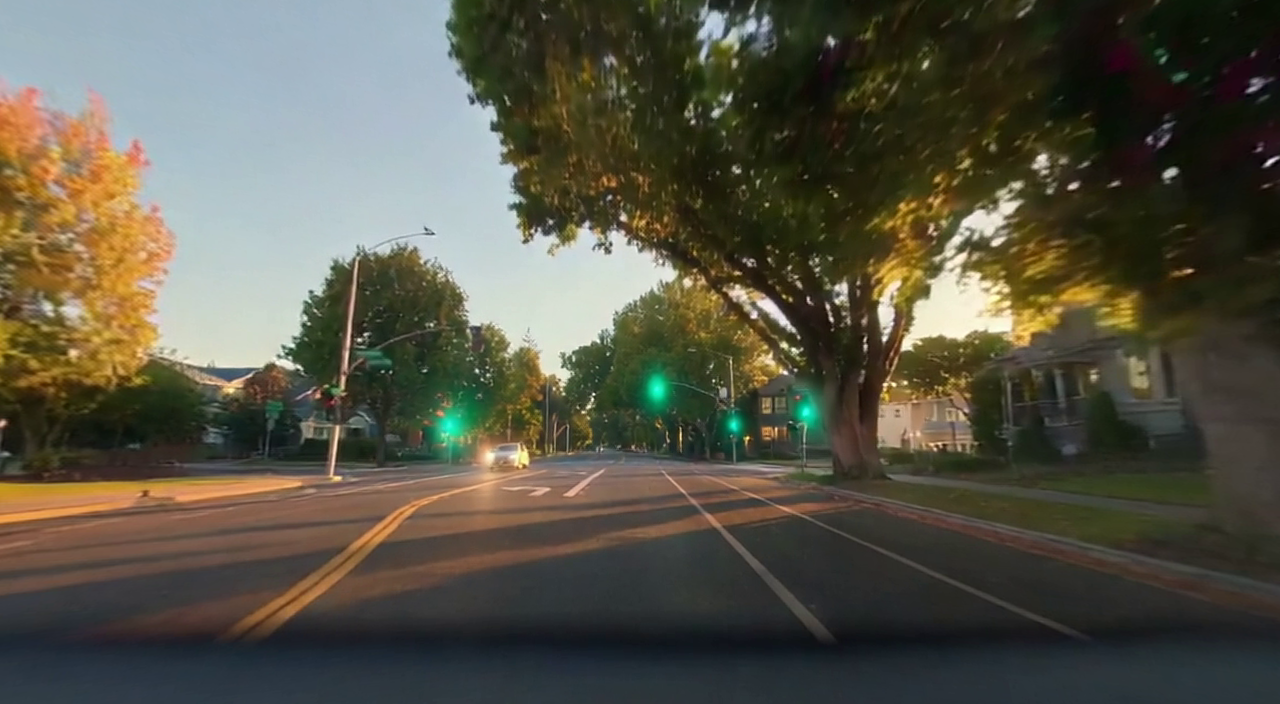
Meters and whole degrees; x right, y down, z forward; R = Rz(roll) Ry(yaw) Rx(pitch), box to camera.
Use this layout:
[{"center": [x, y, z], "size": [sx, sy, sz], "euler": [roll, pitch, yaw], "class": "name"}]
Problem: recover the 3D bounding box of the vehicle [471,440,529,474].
[{"center": [-7.561, 5.695, 34.485], "size": [2.091, 1.727, 4.413], "euler": [0, -8, 1], "class": "vehicle"}]
